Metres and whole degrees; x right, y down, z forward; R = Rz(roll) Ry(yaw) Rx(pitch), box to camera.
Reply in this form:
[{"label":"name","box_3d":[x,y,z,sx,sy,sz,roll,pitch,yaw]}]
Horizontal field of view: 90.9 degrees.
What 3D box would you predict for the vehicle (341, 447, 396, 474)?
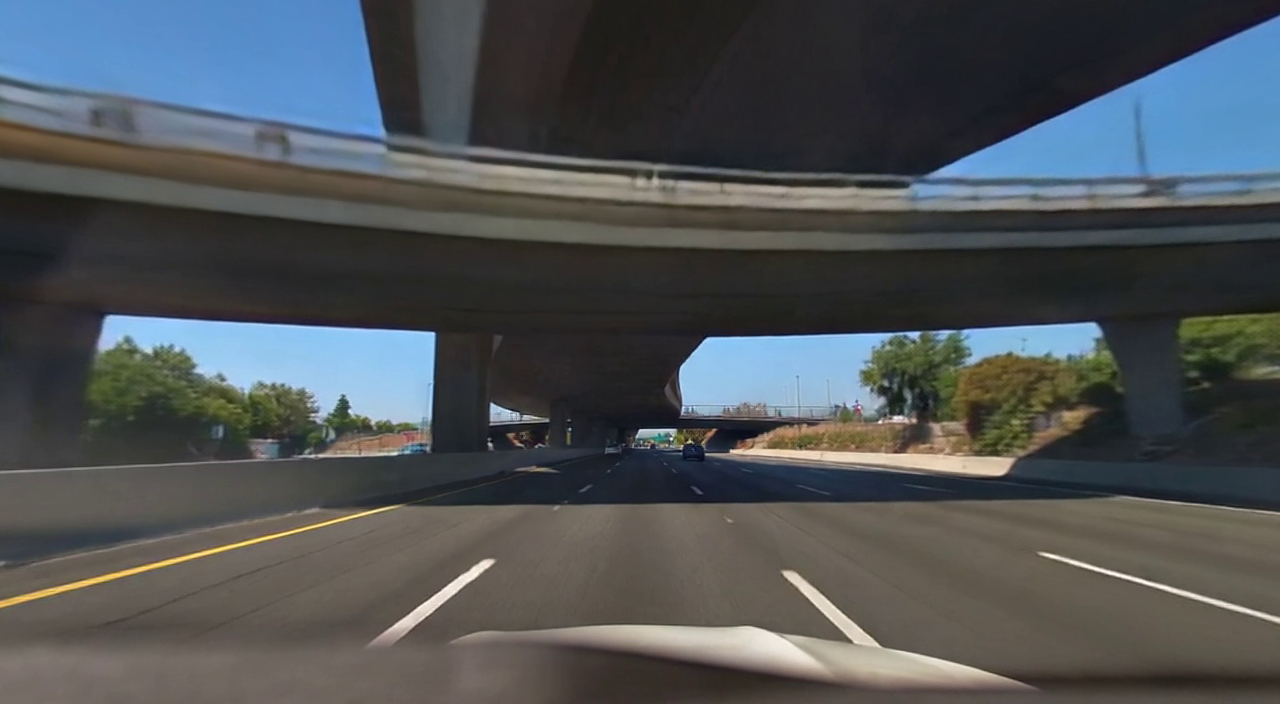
[{"label":"vehicle","box_3d":[-14.560,5.815,33.984,1.450,1.342,3.292,0,-8,1]}]
